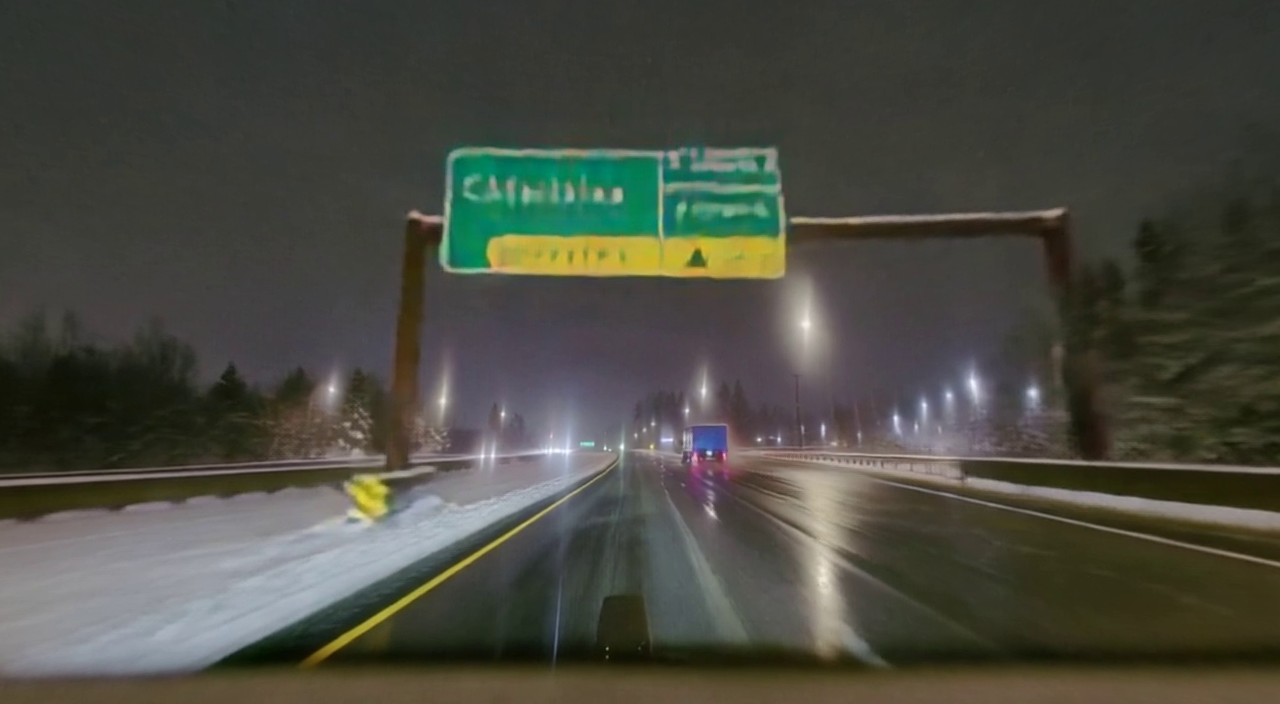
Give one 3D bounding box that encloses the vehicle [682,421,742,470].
[{"bbox_3d":[3.945,5.304,35.708,2.430,2.495,6.062,0,-8,-2],"label":"vehicle"}]
